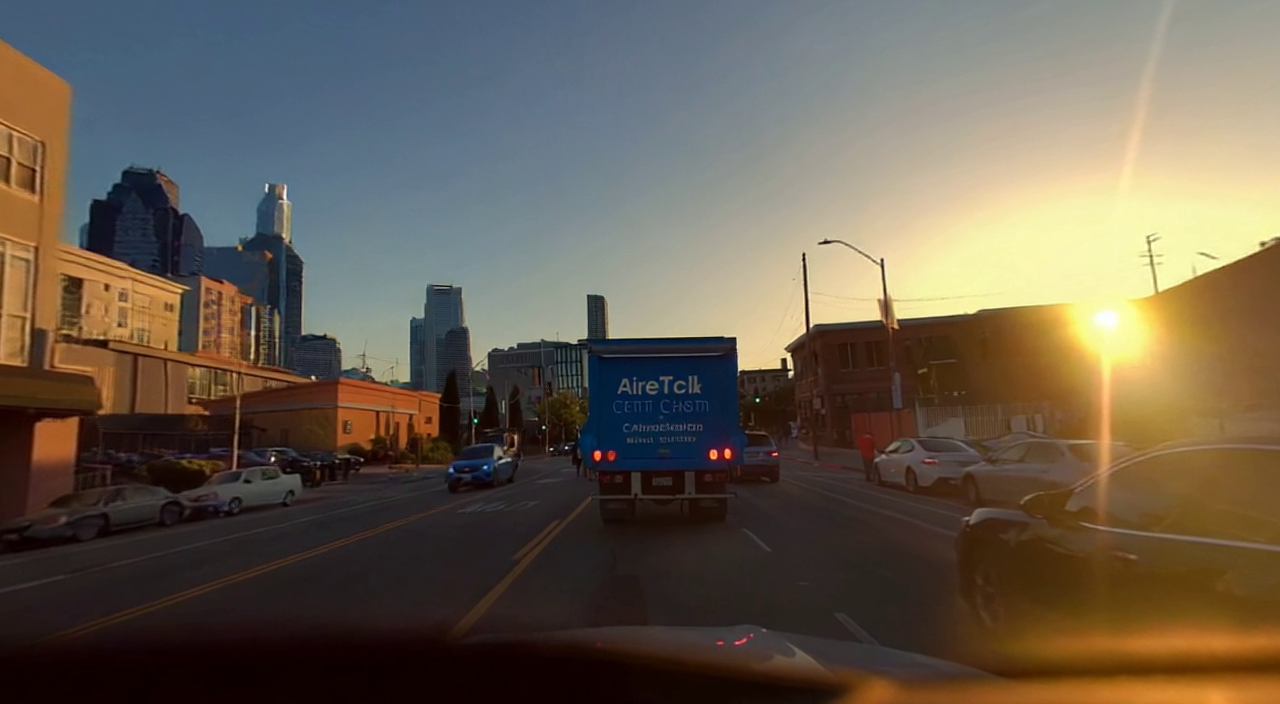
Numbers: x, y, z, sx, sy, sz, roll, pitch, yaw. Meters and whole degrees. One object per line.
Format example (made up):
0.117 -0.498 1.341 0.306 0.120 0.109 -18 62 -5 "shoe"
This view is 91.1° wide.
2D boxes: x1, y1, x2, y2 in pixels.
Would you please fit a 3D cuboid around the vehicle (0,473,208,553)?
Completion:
-13.492 3.944 15.960 1.901 1.508 4.405 0 -8 -1 "vehicle"

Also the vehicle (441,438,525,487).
-5.952 4.216 24.371 2.046 1.711 4.320 0 -8 1 "vehicle"

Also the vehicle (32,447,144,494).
-27.939 5.977 31.816 3.961 1.764 1.952 -6 -5 2 "vehicle"

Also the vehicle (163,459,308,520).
-13.374 4.527 21.131 1.943 1.682 4.365 0 -8 0 "vehicle"

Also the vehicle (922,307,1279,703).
3.384 0.828 2.893 2.104 1.786 4.498 0 -8 1 "vehicle"

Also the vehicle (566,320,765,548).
0.222 1.479 11.209 2.517 2.926 6.177 0 -8 -2 "vehicle"
